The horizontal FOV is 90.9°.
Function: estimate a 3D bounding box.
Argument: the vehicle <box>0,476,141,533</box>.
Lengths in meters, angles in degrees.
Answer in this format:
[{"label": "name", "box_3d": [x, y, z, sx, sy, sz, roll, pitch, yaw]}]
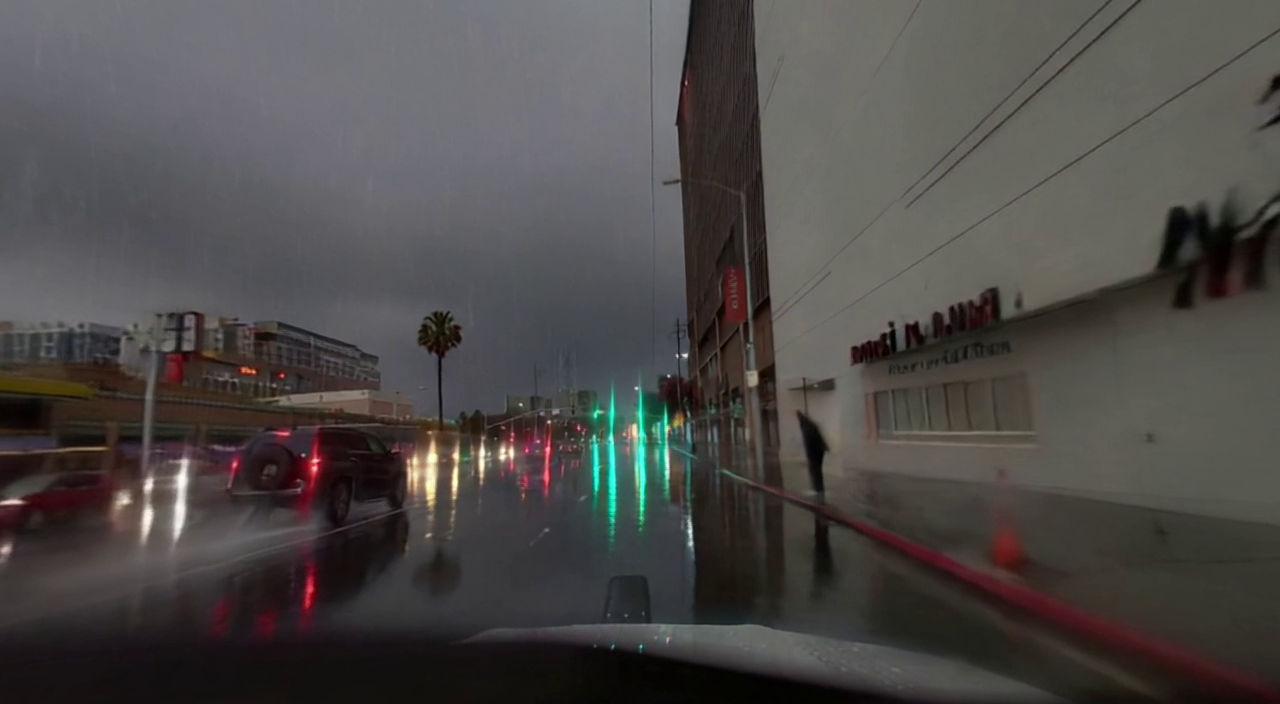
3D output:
[{"label": "vehicle", "box_3d": [-20.679, 5.335, 22.470, 1.773, 1.511, 4.687, 1, -8, 2]}]

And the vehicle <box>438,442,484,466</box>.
[{"label": "vehicle", "box_3d": [-13.211, 7.561, 46.814, 2.003, 1.704, 4.334, -1, -8, 1]}]

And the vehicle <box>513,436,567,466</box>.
[{"label": "vehicle", "box_3d": [-5.288, 5.301, 33.996, 2.030, 1.488, 4.650, -1, -8, 2]}]

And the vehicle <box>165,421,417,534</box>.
[{"label": "vehicle", "box_3d": [-6.154, 2.260, 12.001, 2.007, 1.698, 4.759, 0, -8, 1]}]
